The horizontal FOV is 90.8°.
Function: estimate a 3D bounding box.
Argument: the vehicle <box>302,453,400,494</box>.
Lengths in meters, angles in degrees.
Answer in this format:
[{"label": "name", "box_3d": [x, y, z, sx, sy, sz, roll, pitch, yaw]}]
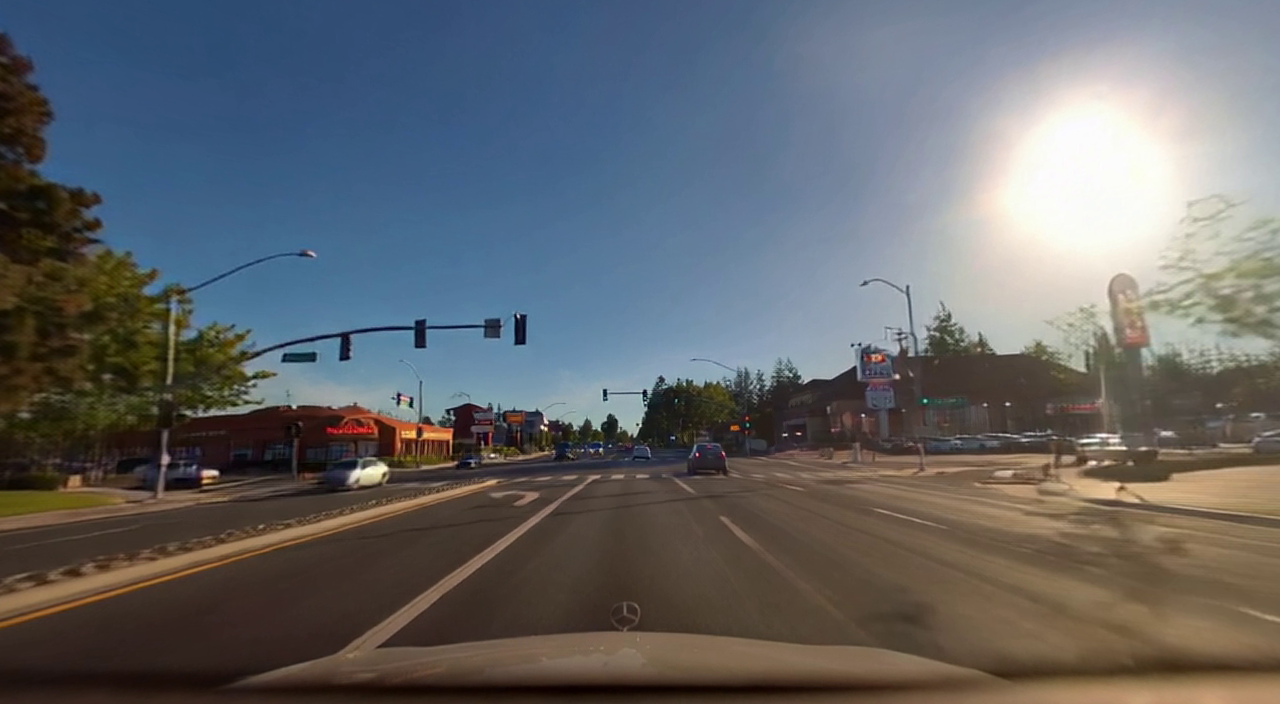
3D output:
[{"label": "vehicle", "box_3d": [-11.722, 4.941, 26.027, 1.891, 1.481, 4.533, 0, -9, 0]}]

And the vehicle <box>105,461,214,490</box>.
[{"label": "vehicle", "box_3d": [-30.657, 7.881, 40.450, 5.007, 1.652, 2.378, 0, -9, -1]}]

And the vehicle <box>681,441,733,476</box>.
[{"label": "vehicle", "box_3d": [3.286, 5.316, 31.817, 2.022, 1.643, 4.326, 0, -9, -2]}]

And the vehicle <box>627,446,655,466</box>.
[{"label": "vehicle", "box_3d": [0.029, 8.192, 49.855, 2.135, 1.468, 4.076, 0, -9, -1]}]
